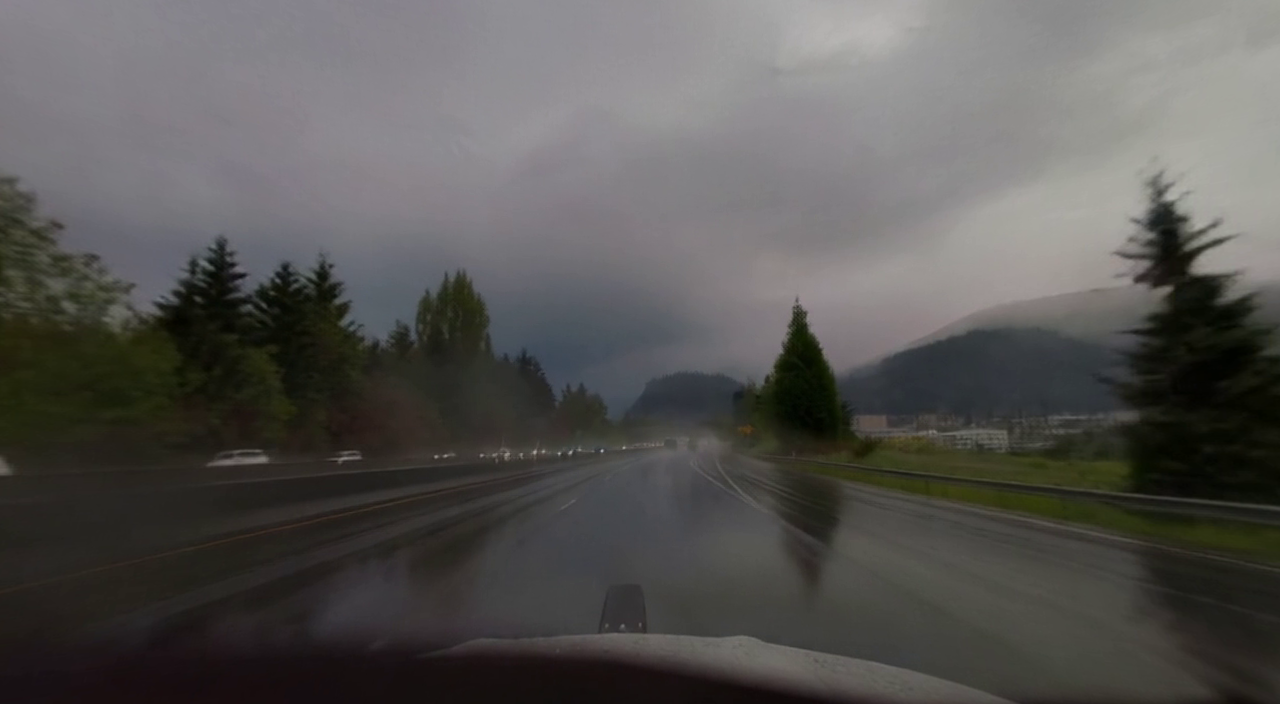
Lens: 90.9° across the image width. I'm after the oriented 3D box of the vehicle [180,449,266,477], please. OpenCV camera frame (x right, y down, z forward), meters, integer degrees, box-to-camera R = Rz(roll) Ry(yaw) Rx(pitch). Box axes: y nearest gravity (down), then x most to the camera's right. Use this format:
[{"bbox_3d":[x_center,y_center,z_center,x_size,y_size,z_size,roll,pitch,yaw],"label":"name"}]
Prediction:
[{"bbox_3d":[-26.067,6.948,39.618,2.199,1.649,4.525,0,-9,1],"label":"vehicle"}]
